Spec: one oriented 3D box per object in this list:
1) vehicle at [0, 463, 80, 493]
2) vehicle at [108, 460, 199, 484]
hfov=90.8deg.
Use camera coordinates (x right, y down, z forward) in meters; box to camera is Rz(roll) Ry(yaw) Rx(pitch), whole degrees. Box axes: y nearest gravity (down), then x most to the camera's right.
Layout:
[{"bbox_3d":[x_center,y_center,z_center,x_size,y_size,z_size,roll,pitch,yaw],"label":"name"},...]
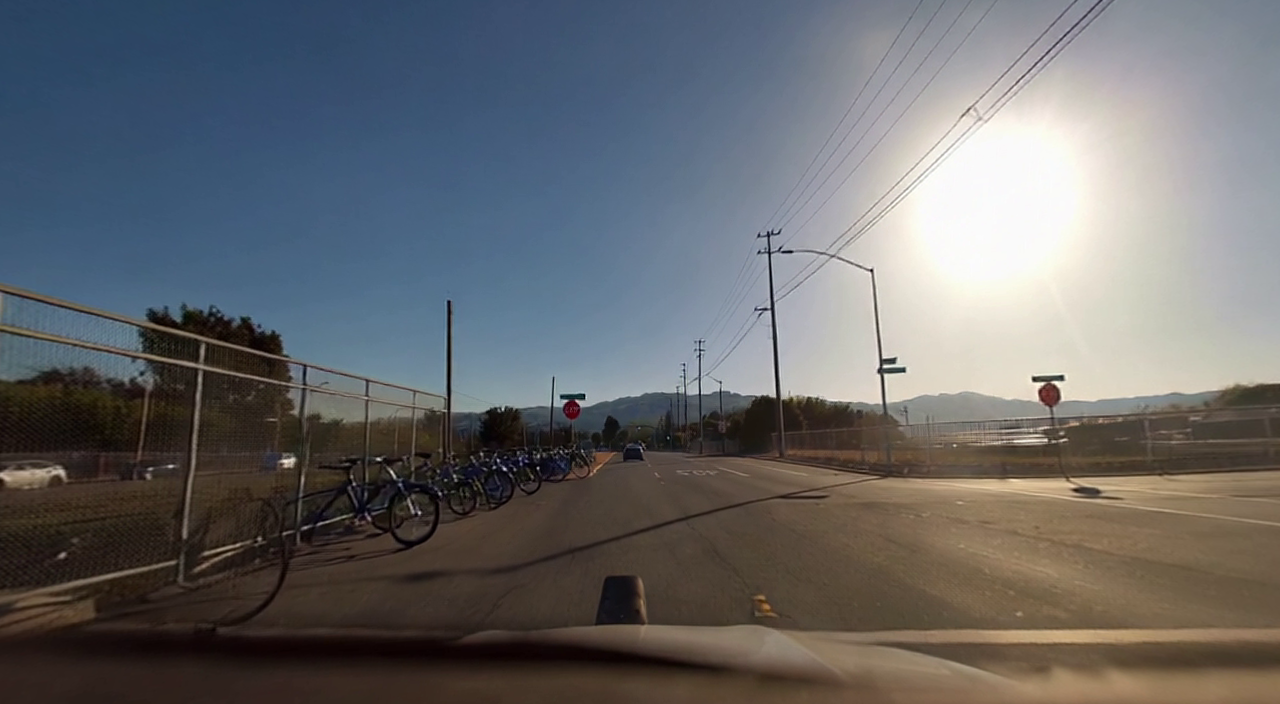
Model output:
[{"bbox_3d":[-34.121,6.993,35.037,4.210,1.528,1.932,0,-8,0],"label":"vehicle"},{"bbox_3d":[-33.663,8.295,43.826,4.569,1.558,1.903,0,-9,-5],"label":"vehicle"}]
